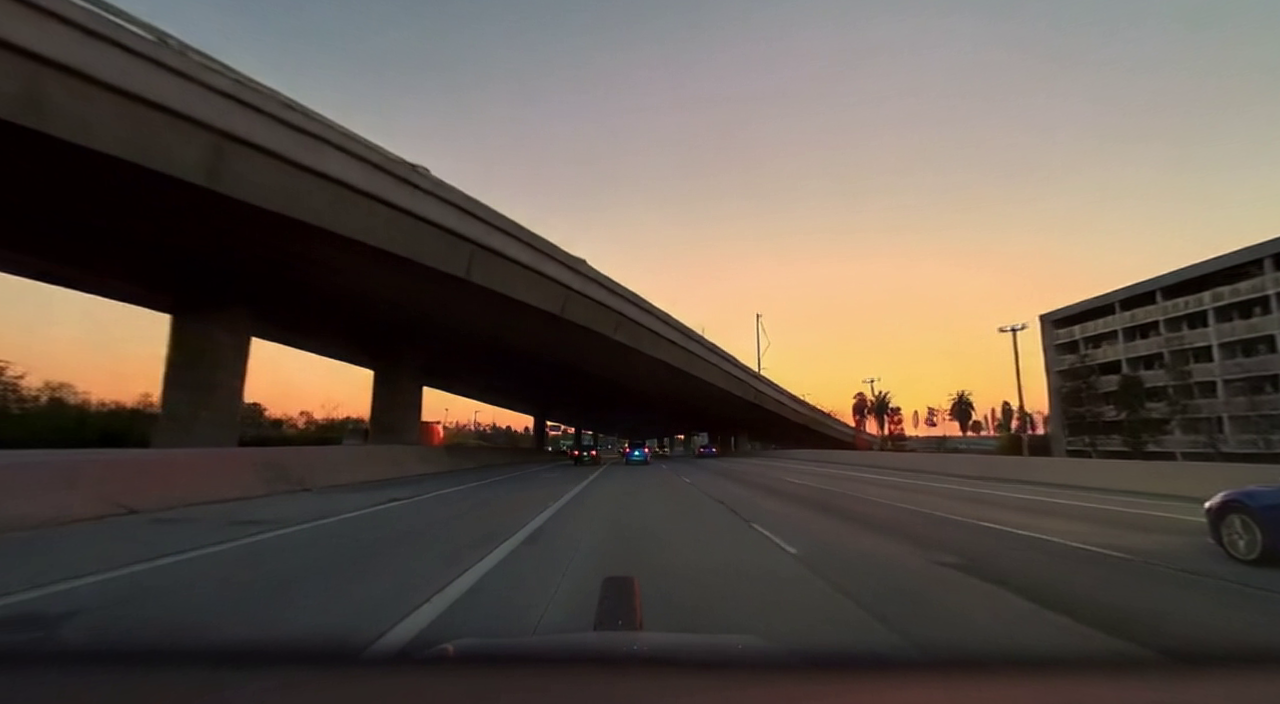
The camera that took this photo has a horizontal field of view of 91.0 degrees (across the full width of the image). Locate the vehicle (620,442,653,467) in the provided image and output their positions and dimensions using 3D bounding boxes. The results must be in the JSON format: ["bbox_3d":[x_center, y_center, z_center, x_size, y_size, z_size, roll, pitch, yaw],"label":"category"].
[{"bbox_3d":[-0.203,6.690,41.272,2.036,1.542,3.891,0,-8,0],"label":"vehicle"}]
